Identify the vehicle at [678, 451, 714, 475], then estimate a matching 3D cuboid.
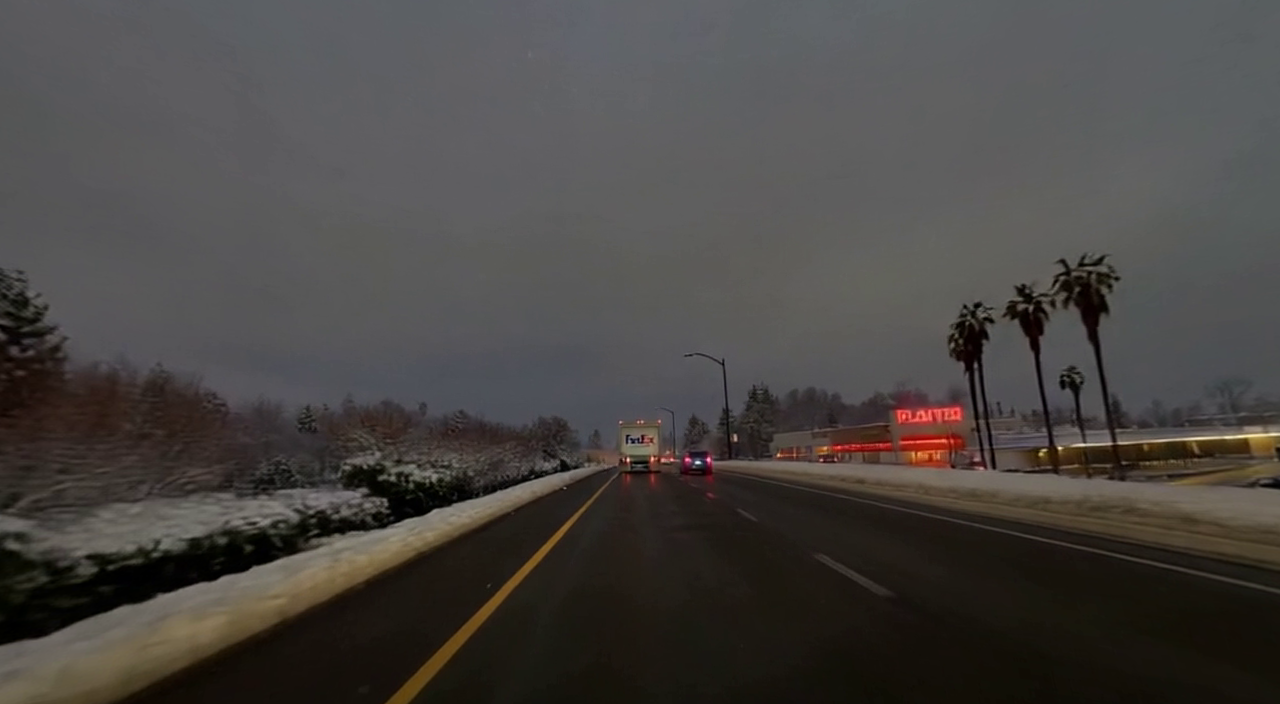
[{"bbox_3d":[3.802,7.659,43.601,1.966,1.558,4.238,0,-9,-2],"label":"vehicle"}]
